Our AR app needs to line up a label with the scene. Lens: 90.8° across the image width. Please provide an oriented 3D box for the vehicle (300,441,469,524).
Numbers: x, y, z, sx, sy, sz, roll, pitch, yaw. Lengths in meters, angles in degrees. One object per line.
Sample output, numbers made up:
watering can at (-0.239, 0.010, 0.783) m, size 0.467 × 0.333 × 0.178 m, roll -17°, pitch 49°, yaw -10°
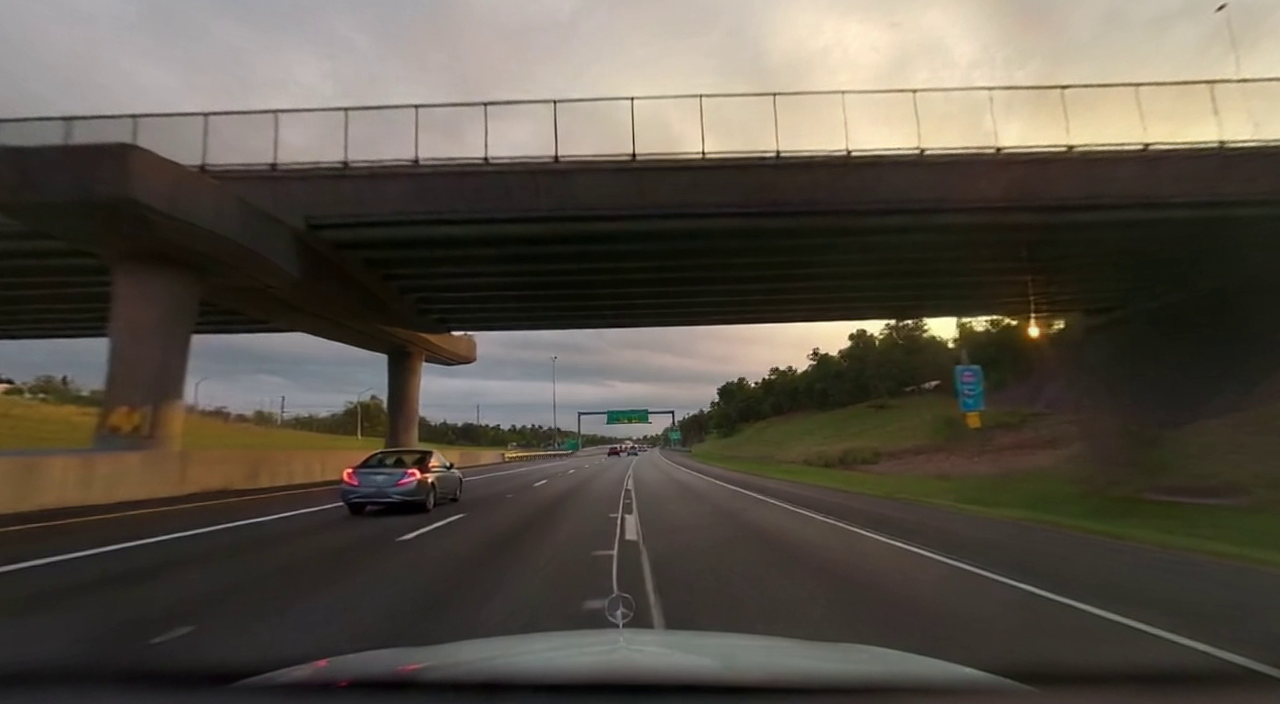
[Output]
vehicle at (-5.357, 2.771, 13.950) m, size 2.055 × 1.535 × 4.073 m, roll 0°, pitch -9°, yaw -1°
